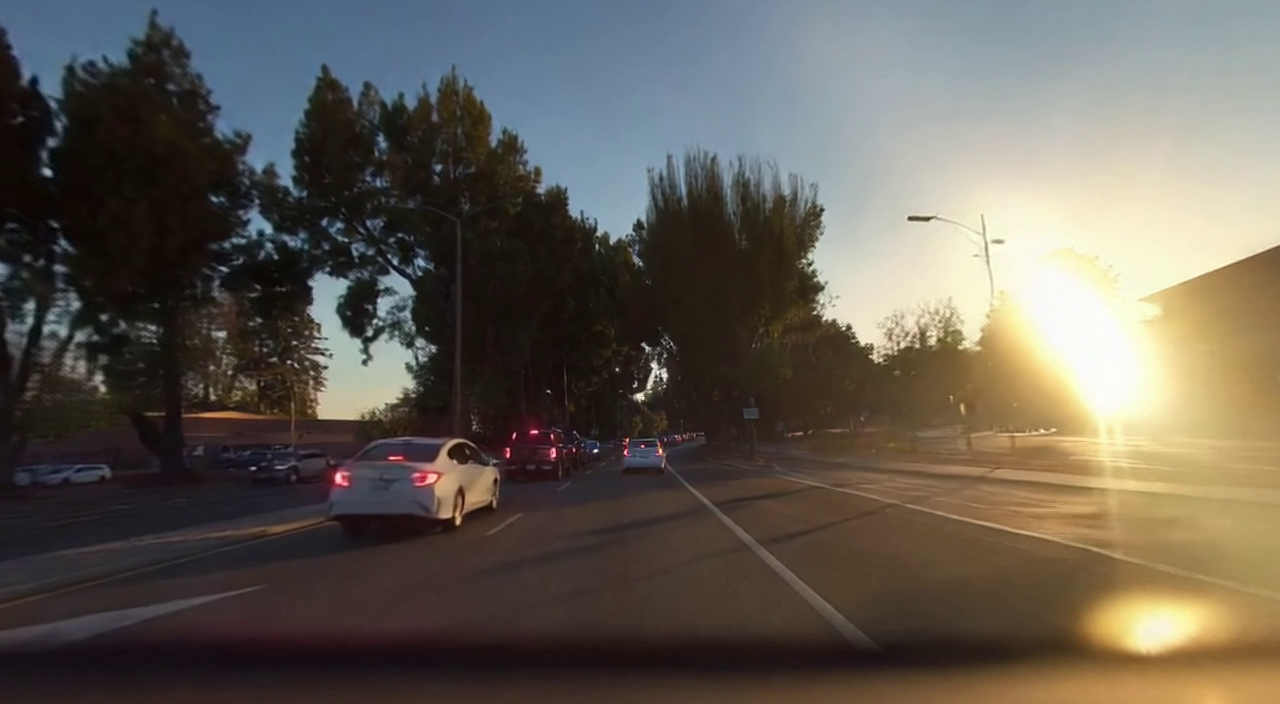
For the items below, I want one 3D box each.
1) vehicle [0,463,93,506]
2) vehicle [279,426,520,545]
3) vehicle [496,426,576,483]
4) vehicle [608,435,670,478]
[{"bbox_3d":[-28.799,6.229,29.480,4.586,1.682,2.003,-3,-8,-4],"label":"vehicle"},{"bbox_3d":[-3.483,2.036,10.305,2.139,1.487,4.453,0,-9,0],"label":"vehicle"},{"bbox_3d":[-3.443,3.494,21.745,2.046,1.751,4.208,0,-9,0],"label":"vehicle"},{"bbox_3d":[-0.065,3.892,23.708,2.126,1.475,3.967,0,-9,-1],"label":"vehicle"}]
